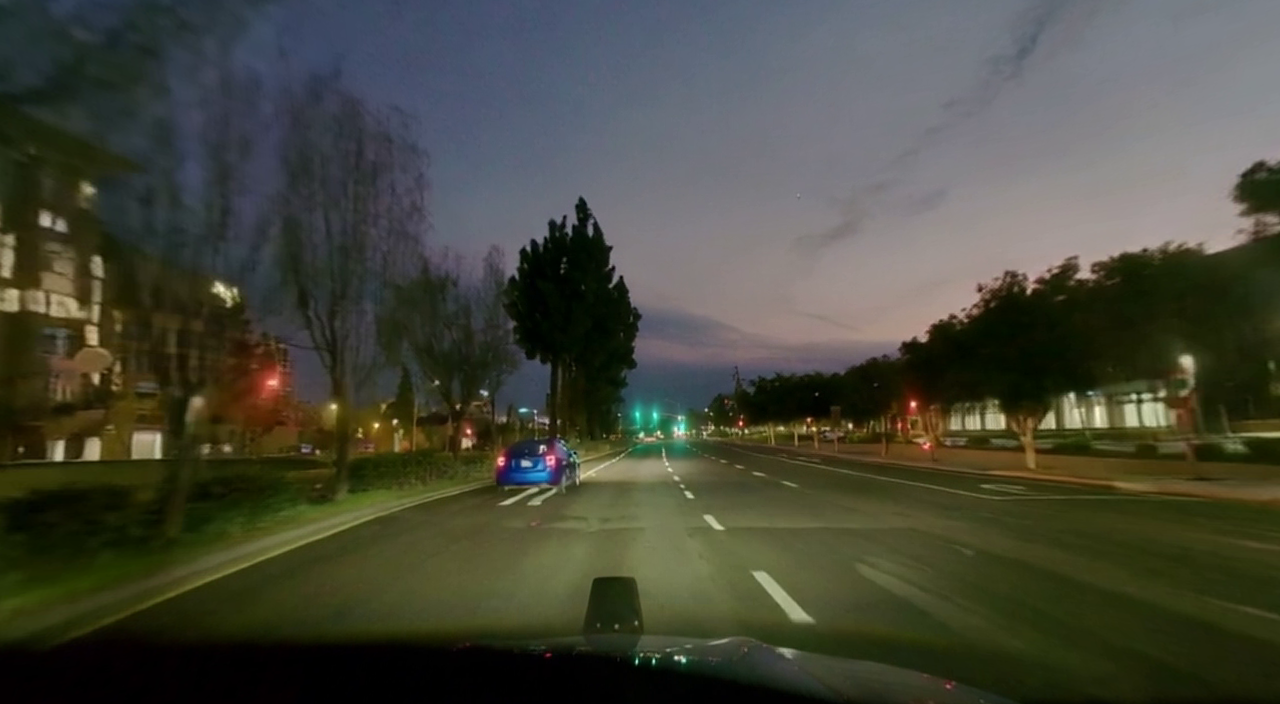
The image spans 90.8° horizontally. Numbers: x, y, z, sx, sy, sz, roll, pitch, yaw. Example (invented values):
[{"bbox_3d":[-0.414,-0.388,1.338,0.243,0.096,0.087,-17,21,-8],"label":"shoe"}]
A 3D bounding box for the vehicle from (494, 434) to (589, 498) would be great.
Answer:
[{"bbox_3d":[-2.522,3.017,17.338,2.042,1.479,4.601,0,-7,-2],"label":"vehicle"}]
